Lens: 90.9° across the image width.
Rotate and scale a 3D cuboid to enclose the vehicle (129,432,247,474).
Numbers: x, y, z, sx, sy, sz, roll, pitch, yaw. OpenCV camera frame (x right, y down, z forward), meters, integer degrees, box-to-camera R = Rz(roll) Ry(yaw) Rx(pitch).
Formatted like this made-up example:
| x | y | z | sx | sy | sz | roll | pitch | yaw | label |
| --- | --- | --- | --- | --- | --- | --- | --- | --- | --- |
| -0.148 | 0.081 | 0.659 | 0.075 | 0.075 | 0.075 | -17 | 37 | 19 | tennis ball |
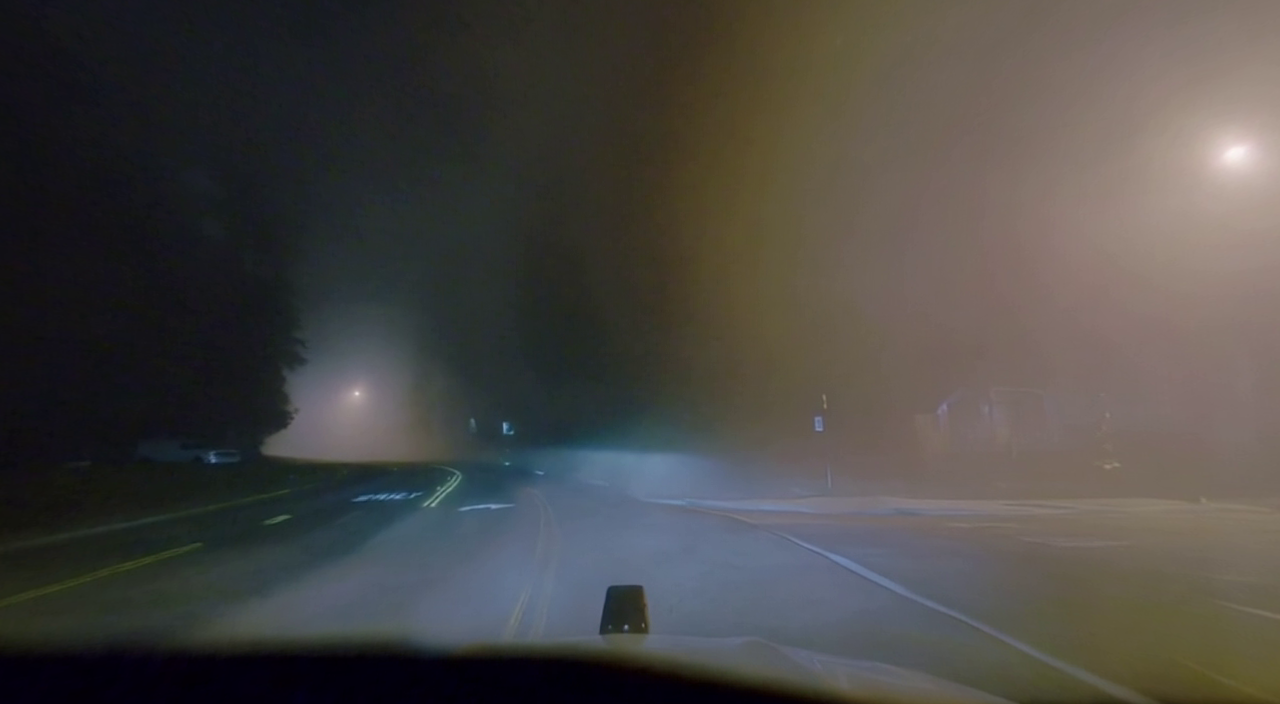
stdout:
| x | y | z | sx | sy | sz | roll | pitch | yaw | label |
| --- | --- | --- | --- | --- | --- | --- | --- | --- | --- |
| -23.107 | 5.160 | 32.268 | 4.699 | 1.996 | 2.116 | -2 | -9 | 11 | vehicle |
